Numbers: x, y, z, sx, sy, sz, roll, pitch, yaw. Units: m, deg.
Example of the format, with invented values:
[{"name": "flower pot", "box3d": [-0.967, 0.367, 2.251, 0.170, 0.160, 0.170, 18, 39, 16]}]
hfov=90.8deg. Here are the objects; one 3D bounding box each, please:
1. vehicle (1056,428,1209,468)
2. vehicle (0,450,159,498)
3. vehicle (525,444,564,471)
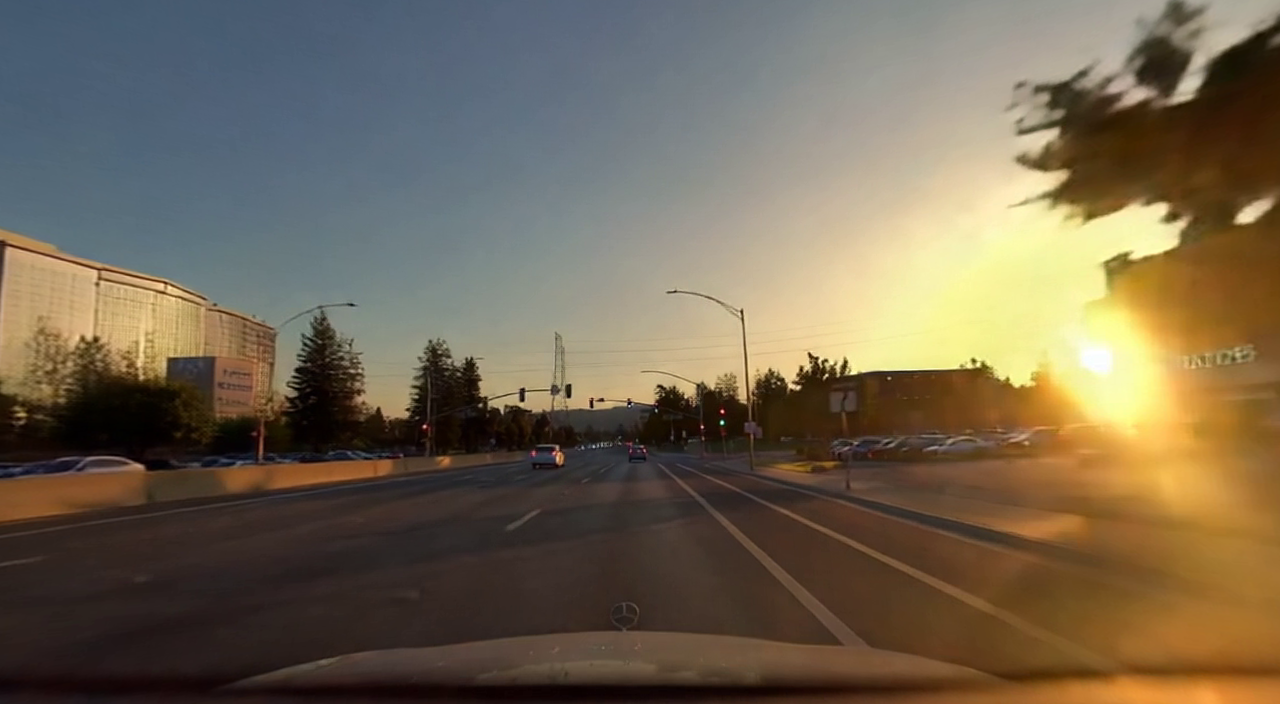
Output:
[{"name": "vehicle", "box3d": [19.156, 3.733, 24.717, 4.481, 1.482, 1.814, 0, -9, -2]}, {"name": "vehicle", "box3d": [-25.118, 5.338, 27.862, 5.763, 1.982, 2.425, 0, -8, 1]}, {"name": "vehicle", "box3d": [-5.367, 5.982, 36.008, 1.928, 1.451, 4.219, 1, -9, -5]}]
